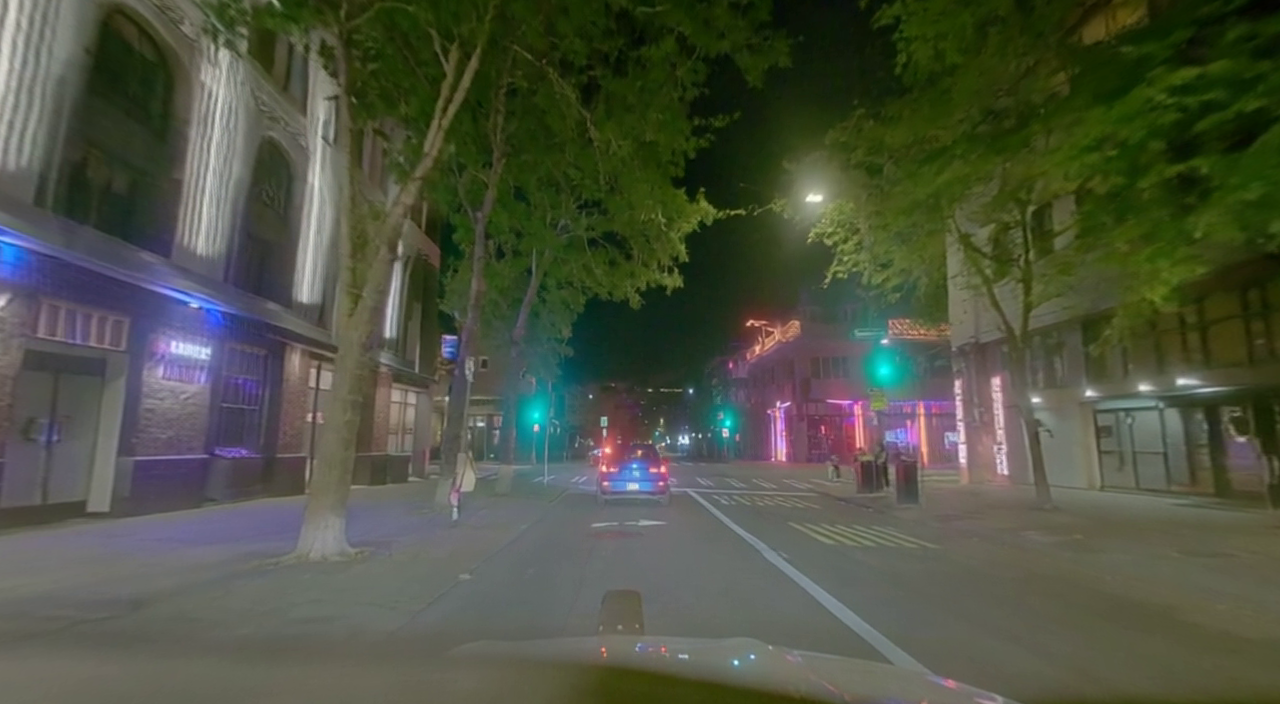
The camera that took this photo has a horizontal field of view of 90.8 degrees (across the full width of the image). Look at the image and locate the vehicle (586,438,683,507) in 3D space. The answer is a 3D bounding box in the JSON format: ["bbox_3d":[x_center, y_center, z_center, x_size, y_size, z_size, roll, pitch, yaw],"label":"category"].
[{"bbox_3d":[-0.130,2.965,16.049,2.106,1.482,4.459,0,-8,0],"label":"vehicle"}]
